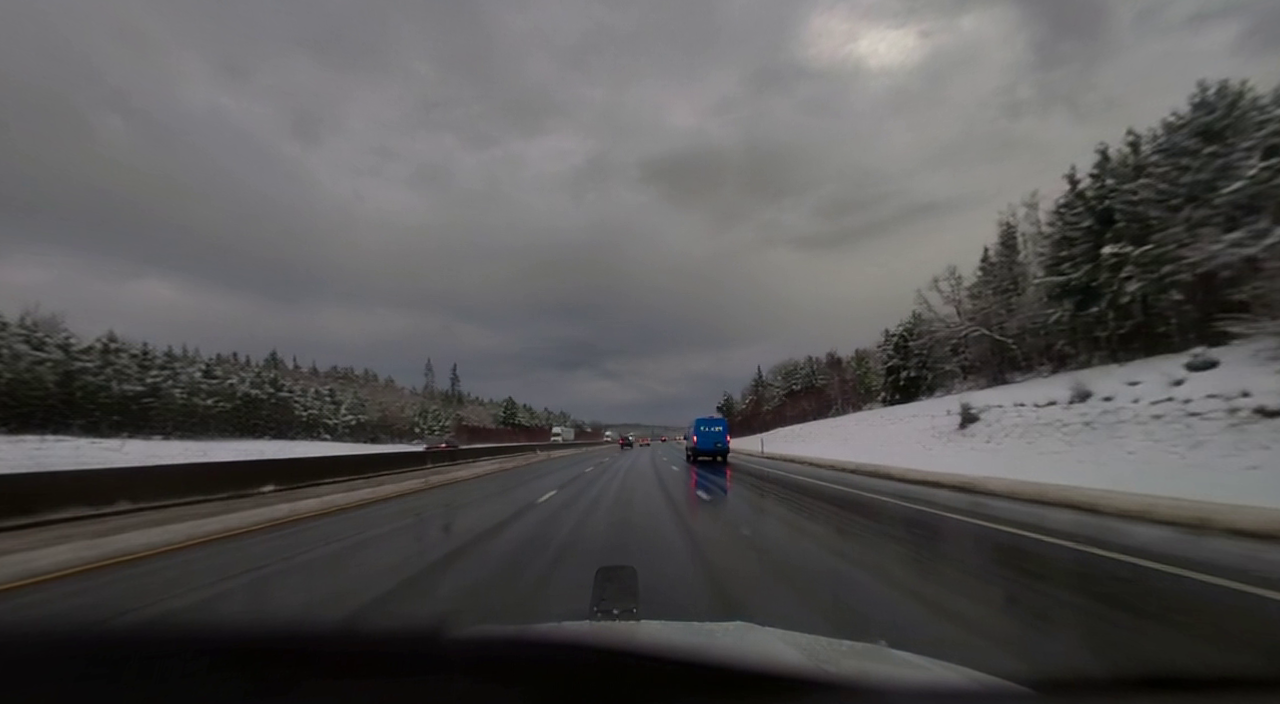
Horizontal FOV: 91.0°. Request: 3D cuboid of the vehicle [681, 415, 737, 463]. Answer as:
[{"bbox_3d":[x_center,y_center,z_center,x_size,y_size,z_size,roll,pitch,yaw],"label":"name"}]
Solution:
[{"bbox_3d":[3.899,5.096,36.794,2.485,2.562,5.535,0,-8,-1],"label":"vehicle"}]
